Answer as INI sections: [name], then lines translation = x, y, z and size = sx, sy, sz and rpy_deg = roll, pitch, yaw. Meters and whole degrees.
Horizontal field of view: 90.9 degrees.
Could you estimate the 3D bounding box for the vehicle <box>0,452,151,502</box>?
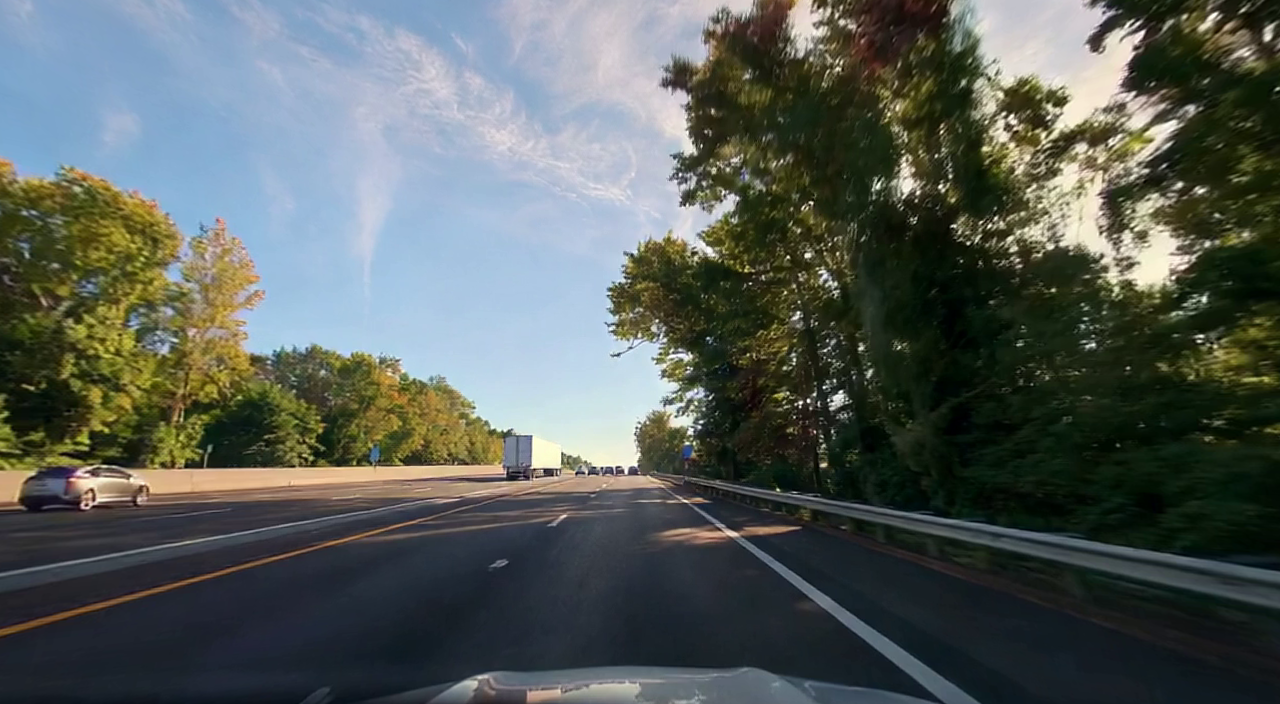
[vehicle]
translation = -18.442, 3.999, 20.334
size = 1.745, 1.430, 4.252
rpy_deg = 0, -10, 2
